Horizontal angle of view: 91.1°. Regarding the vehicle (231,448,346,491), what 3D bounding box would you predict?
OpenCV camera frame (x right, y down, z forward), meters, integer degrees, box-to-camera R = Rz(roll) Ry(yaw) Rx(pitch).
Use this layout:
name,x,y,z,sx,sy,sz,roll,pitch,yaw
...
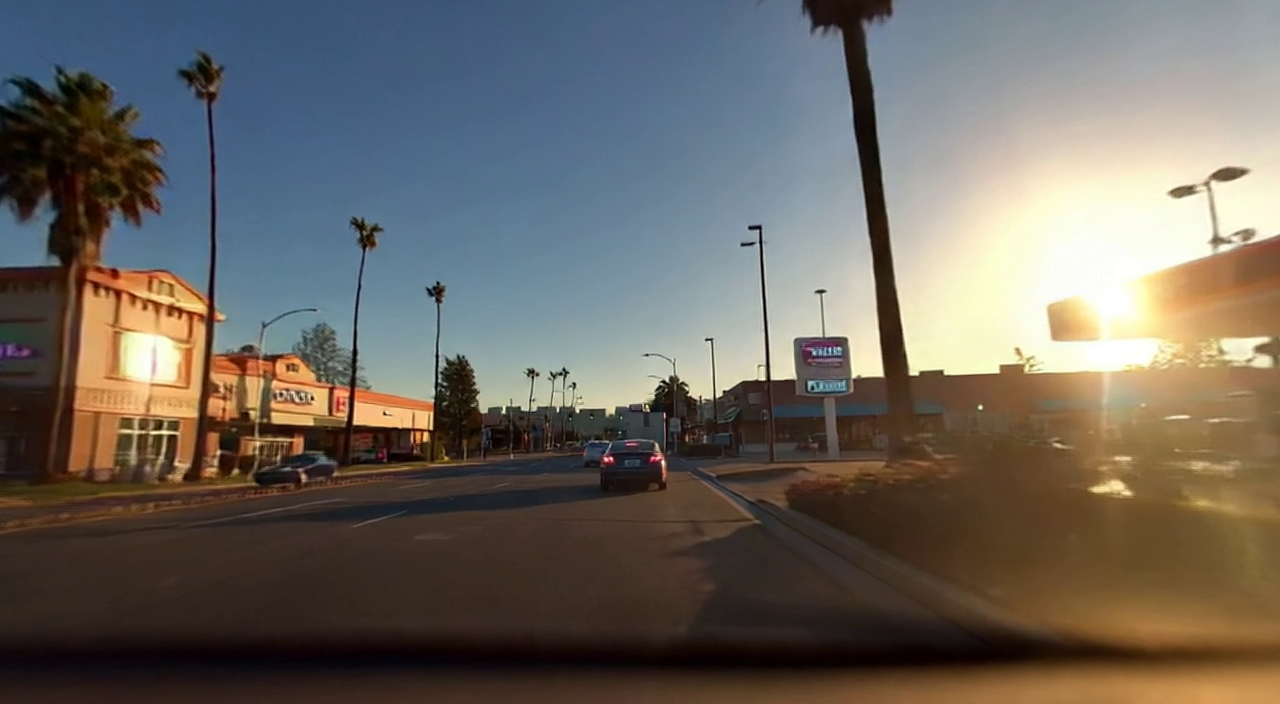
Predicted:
name,x,y,z,sx,sy,sz,roll,pitch,yaw
vehicle,-13.379,4.458,24.245,1.923,1.490,4.372,0,-8,0

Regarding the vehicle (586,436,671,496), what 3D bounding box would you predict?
name,x,y,z,sx,sy,sz,roll,pitch,yaw
vehicle,-0.265,3.213,18.101,2.145,1.483,4.453,0,-8,1

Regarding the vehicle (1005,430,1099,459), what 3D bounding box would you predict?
name,x,y,z,sx,sy,sz,roll,pitch,yaw
vehicle,22.511,5.130,34.539,1.876,1.482,4.633,0,-10,-2

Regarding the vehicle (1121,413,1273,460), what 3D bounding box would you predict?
name,x,y,z,sx,sy,sz,roll,pitch,yaw
vehicle,22.116,3.427,25.228,1.853,1.698,4.468,0,-9,-2
